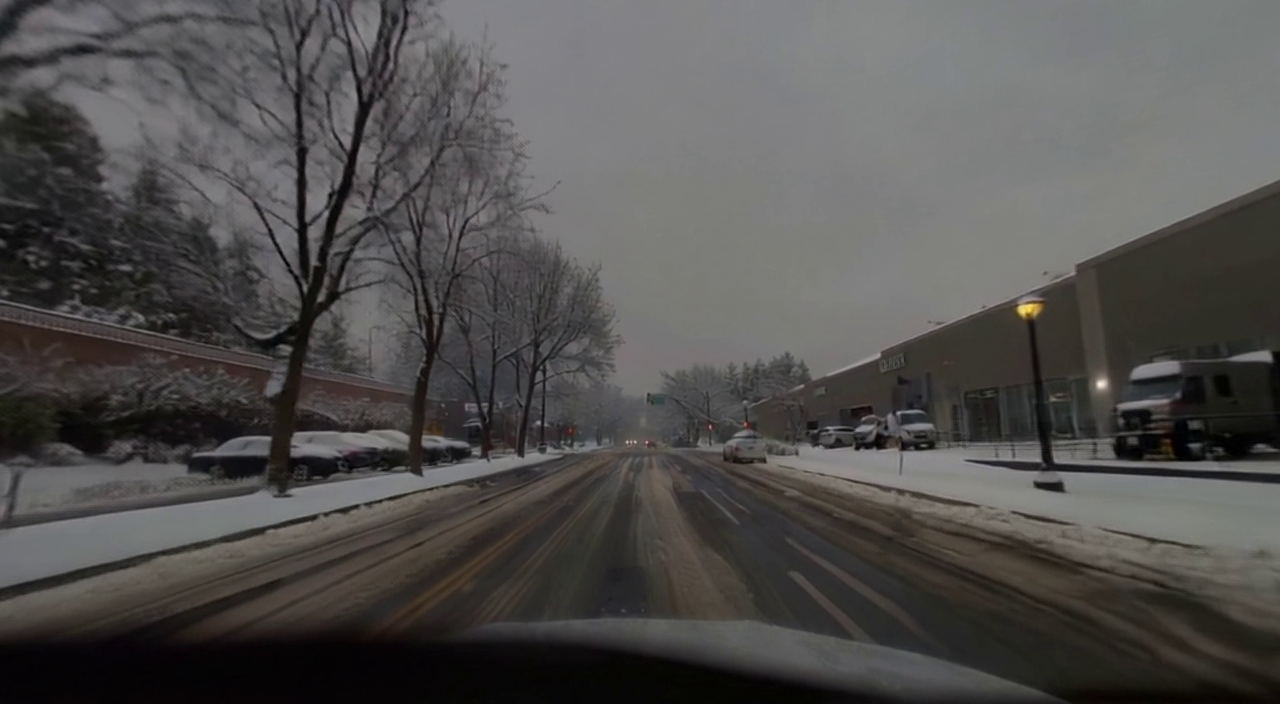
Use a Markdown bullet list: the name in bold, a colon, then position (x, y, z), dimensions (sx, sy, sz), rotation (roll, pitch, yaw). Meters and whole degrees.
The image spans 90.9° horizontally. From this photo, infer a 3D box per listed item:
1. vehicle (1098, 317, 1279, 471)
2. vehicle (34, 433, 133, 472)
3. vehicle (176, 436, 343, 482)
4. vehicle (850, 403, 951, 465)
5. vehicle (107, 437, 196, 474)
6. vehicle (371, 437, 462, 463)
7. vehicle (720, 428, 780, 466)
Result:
- **vehicle**: position (13.730, 0.923, 12.947), dimensions (3.046, 2.906, 7.271), rotation (0, -8, -1)
- **vehicle**: position (-27.333, 4.926, 31.201), dimensions (2.026, 1.723, 4.322), rotation (3, -8, -18)
- **vehicle**: position (-14.508, 4.097, 24.365), dimensions (4.954, 1.614, 2.227), rotation (0, -9, -4)
- **vehicle**: position (13.239, 4.290, 32.646), dimensions (2.935, 2.889, 5.499), rotation (0, -8, 2)
- **vehicle**: position (-24.598, 5.194, 31.968), dimensions (2.026, 1.723, 4.633), rotation (4, -8, -18)
- **vehicle**: position (-13.660, 6.048, 38.810), dimensions (4.765, 1.517, 2.182), rotation (0, -9, 0)
- **vehicle**: position (6.096, 5.347, 35.589), dimensions (2.338, 1.942, 5.267), rotation (0, -8, -1)
